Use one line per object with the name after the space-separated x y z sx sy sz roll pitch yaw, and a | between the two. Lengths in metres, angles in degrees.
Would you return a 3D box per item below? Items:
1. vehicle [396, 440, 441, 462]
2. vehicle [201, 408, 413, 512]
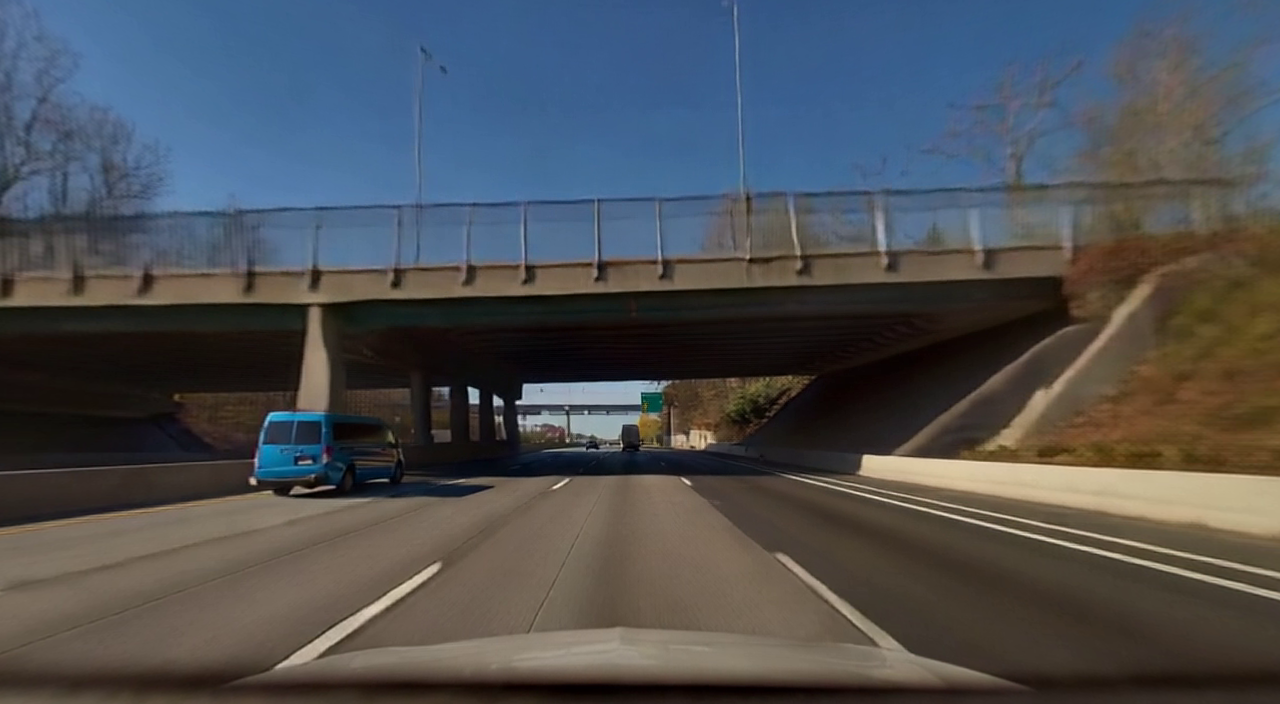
-16.392 7.343 46.705 1.883 1.535 4.353 0 -8 -1 | vehicle
-7.401 2.444 14.861 2.150 1.996 5.341 0 -8 -1 | vehicle
